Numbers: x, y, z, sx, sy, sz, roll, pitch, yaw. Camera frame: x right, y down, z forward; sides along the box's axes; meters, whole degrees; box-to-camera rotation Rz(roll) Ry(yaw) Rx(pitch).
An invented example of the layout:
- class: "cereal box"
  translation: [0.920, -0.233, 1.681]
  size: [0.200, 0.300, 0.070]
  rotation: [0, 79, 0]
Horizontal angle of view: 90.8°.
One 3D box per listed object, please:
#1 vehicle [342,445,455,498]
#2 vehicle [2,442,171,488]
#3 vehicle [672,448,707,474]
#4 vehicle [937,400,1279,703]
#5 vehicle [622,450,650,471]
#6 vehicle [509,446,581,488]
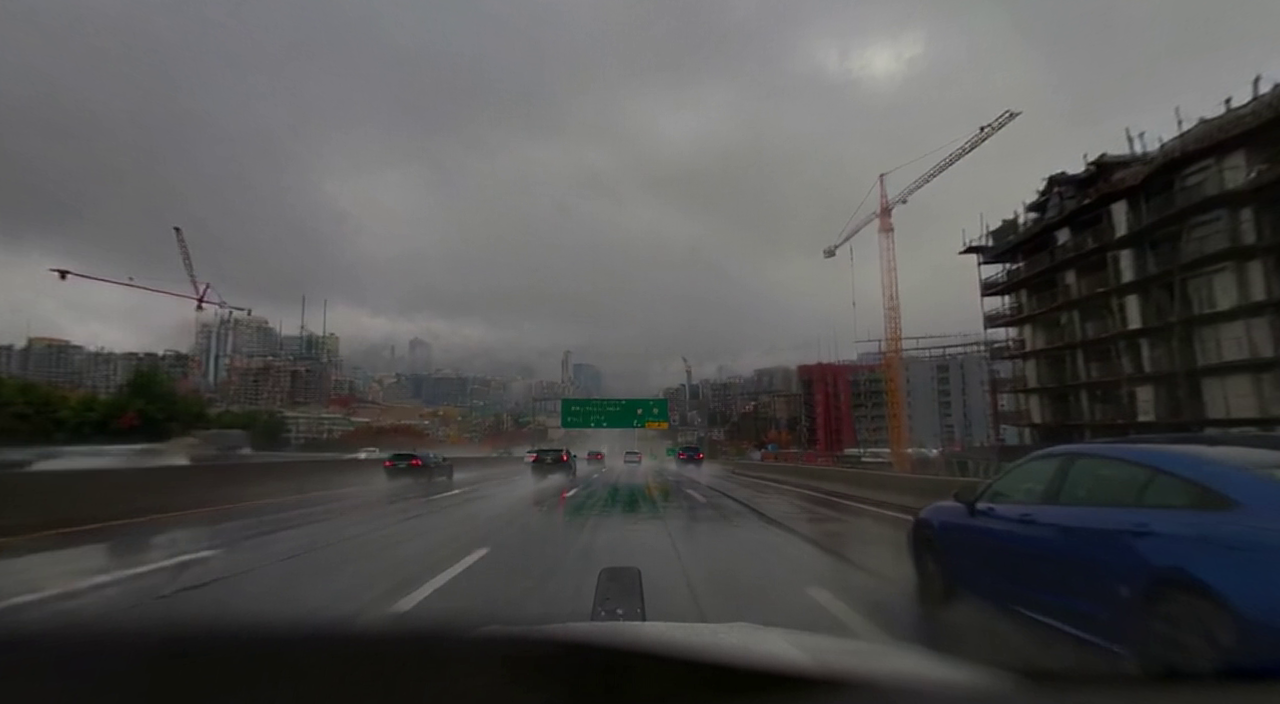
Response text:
- class: "vehicle"
  translation: [-7.612, 3.777, 20.452]
  size: [1.951, 1.528, 4.209]
  rotation: [0, -8, 1]
- class: "vehicle"
  translation: [-19.609, 3.987, 22.736]
  size: [1.800, 1.465, 4.722]
  rotation: [0, -8, 0]
- class: "vehicle"
  translation: [3.274, 7.296, 42.641]
  size: [1.978, 1.602, 4.092]
  rotation: [0, -8, -1]
- class: "vehicle"
  translation: [3.259, 0.948, 2.445]
  size: [1.995, 1.486, 4.463]
  rotation: [0, -8, -1]
- class: "vehicle"
  translation: [-0.313, 8.234, 48.167]
  size: [2.019, 1.472, 3.971]
  rotation: [0, -8, 0]
- class: "vehicle"
  translation: [-3.719, 4.559, 25.547]
  size: [2.136, 1.512, 4.488]
  rotation: [0, -8, 1]
